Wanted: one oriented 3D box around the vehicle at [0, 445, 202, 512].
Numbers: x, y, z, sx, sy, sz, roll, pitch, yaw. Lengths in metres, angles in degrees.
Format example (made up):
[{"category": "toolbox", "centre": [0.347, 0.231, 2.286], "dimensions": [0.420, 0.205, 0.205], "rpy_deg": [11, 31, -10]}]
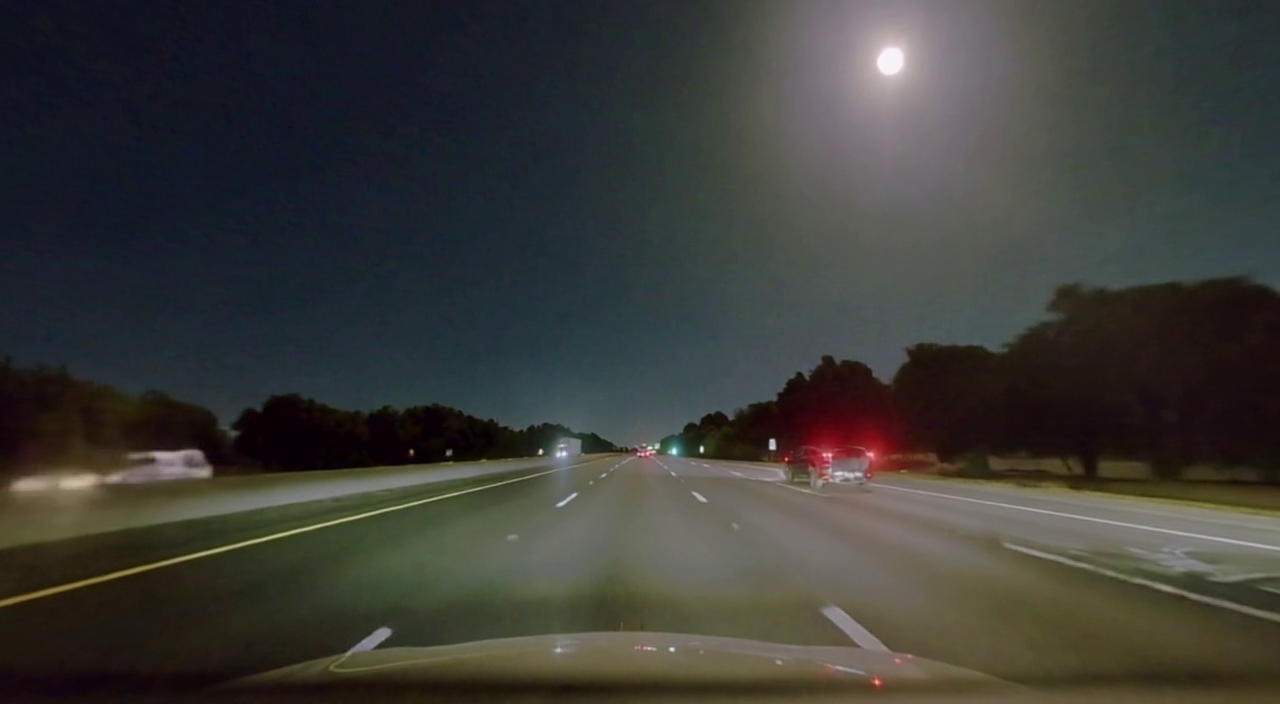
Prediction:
[{"category": "vehicle", "centre": [-17.557, 3.977, 20.539], "dimensions": [2.230, 1.847, 5.795], "rpy_deg": [0, -9, 1]}]
